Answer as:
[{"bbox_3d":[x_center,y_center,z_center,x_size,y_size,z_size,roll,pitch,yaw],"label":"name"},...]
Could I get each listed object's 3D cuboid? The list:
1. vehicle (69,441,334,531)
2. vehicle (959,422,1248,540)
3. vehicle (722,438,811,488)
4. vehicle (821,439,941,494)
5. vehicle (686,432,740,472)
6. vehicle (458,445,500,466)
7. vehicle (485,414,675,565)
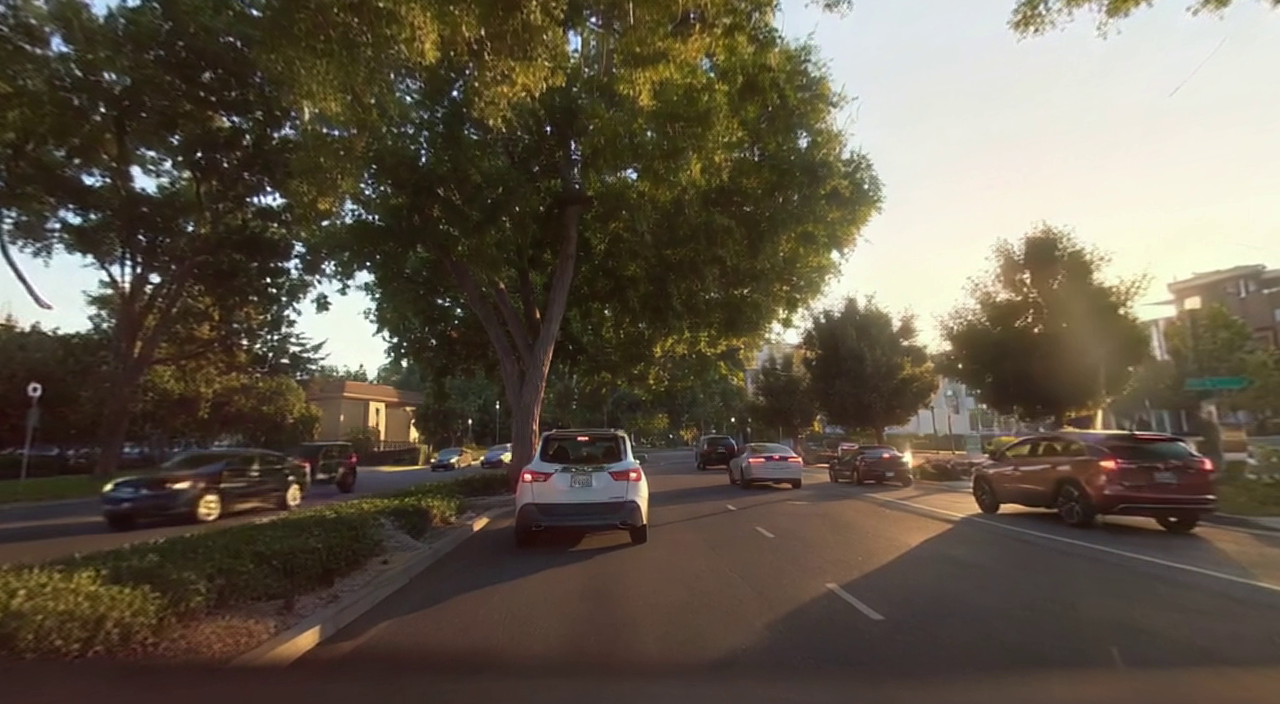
[{"bbox_3d":[-8.371,2.558,12.751,2.039,1.466,4.553,0,-8,1],"label":"vehicle"},{"bbox_3d":[7.912,2.213,11.508,2.168,1.709,4.289,-1,-8,4],"label":"vehicle"},{"bbox_3d":[4.094,3.669,21.281,2.175,1.477,4.520,0,-8,2],"label":"vehicle"},{"bbox_3d":[7.255,3.478,19.552,1.977,1.485,4.308,0,-8,0],"label":"vehicle"},{"bbox_3d":[3.600,5.024,31.997,2.114,1.846,4.659,0,-8,-1],"label":"vehicle"},{"bbox_3d":[-12.134,7.816,47.861,1.981,1.463,4.395,0,-8,1],"label":"vehicle"},{"bbox_3d":[-0.821,1.805,8.988,2.106,1.655,3.717,1,-8,-5],"label":"vehicle"}]
